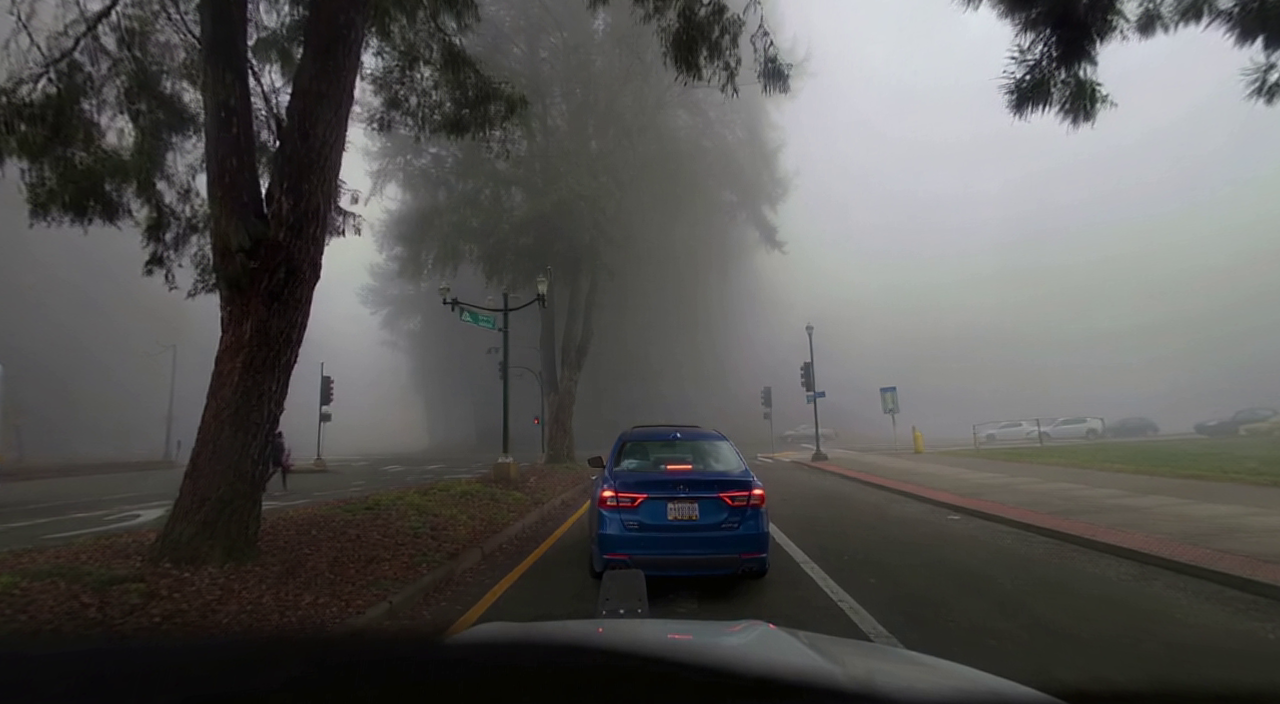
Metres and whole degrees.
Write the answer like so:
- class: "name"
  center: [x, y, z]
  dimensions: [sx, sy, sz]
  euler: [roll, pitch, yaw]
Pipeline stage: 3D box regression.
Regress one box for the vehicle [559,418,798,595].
- class: "vehicle"
  center: [0.366, 1.613, 7.387]
  dimensions: [2.035, 1.499, 3.799]
  euler: [0, -8, 1]
